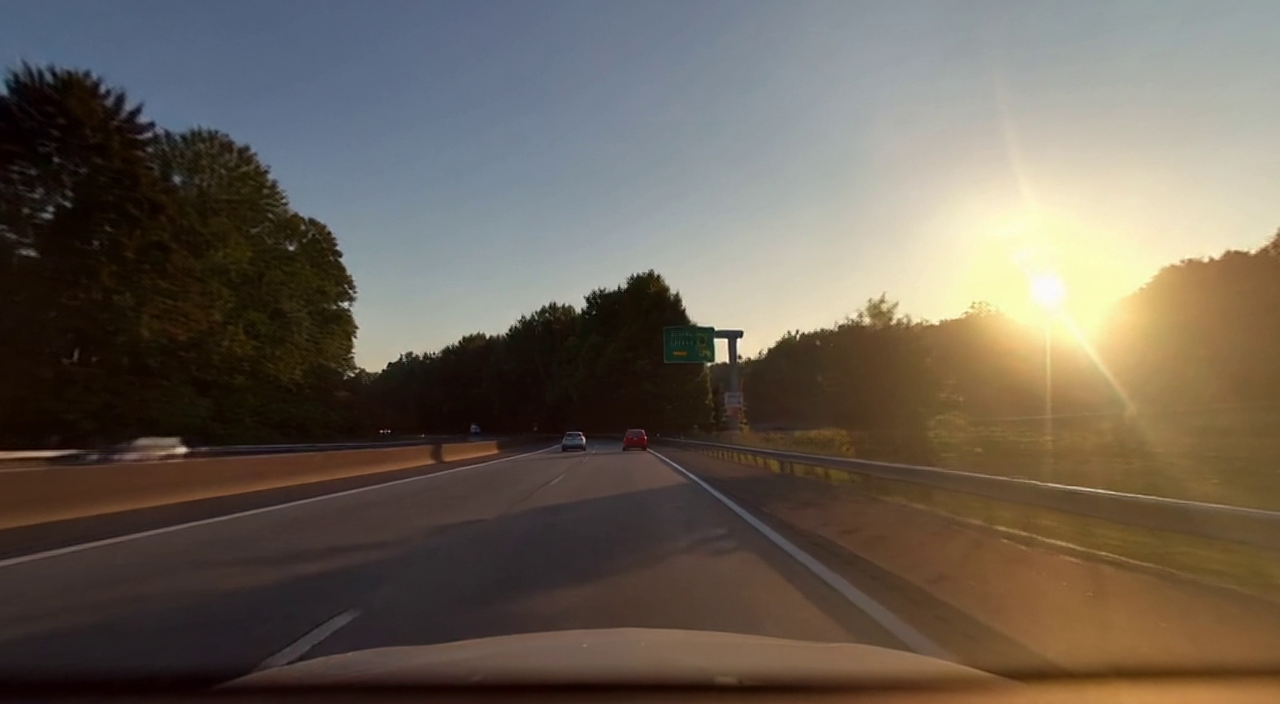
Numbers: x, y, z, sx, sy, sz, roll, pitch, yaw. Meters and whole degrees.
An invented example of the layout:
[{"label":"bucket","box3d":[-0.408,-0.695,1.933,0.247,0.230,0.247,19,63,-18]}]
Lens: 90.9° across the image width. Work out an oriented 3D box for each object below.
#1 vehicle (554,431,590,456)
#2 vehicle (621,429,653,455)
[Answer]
[{"label":"vehicle","box3d":[-4.546,6.161,42.671,2.055,1.610,4.116,0,-8,0]},{"label":"vehicle","box3d":[-0.219,6.475,45.517,2.170,1.790,4.490,0,-8,-1]}]
